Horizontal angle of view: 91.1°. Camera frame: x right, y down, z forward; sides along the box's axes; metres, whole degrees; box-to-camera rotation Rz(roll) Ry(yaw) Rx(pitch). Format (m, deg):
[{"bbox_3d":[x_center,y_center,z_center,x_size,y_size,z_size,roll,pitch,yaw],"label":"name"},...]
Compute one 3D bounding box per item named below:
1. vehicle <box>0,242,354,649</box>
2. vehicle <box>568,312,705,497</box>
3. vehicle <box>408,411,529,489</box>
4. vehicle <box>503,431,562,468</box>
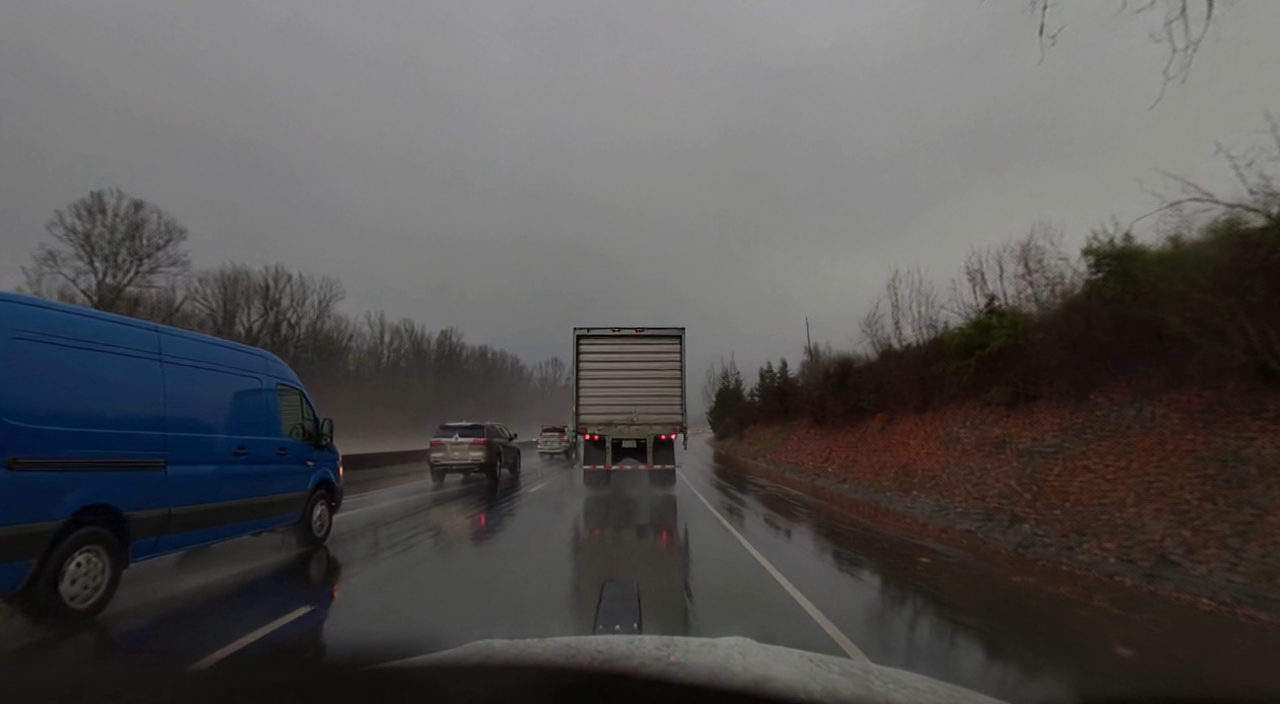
[{"bbox_3d":[-5.250,0.862,5.989,2.478,2.515,5.438,0,-8,0],"label":"vehicle"},{"bbox_3d":[-0.143,1.779,18.768,2.953,4.041,10.072,0,-8,-1],"label":"vehicle"},{"bbox_3d":[-4.876,2.860,18.749,2.168,1.985,4.952,0,-8,0],"label":"vehicle"},{"bbox_3d":[-4.847,4.447,28.964,1.931,1.539,4.441,0,-8,0],"label":"vehicle"}]
